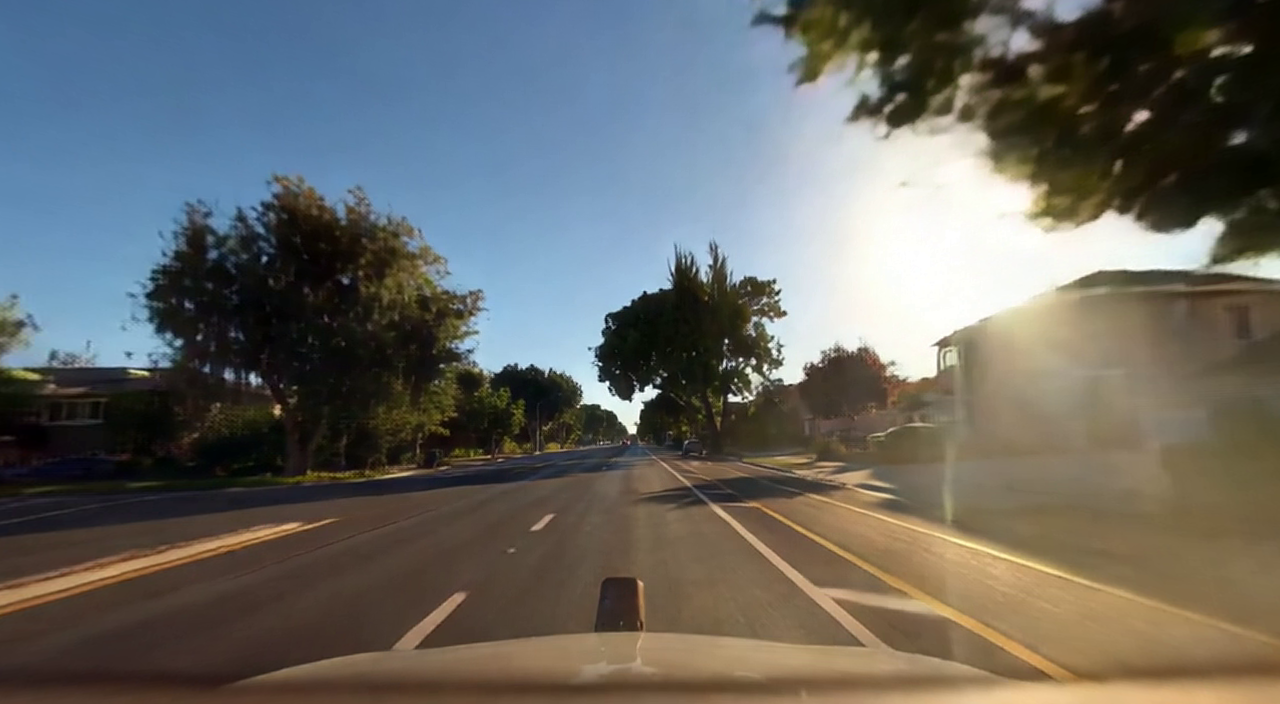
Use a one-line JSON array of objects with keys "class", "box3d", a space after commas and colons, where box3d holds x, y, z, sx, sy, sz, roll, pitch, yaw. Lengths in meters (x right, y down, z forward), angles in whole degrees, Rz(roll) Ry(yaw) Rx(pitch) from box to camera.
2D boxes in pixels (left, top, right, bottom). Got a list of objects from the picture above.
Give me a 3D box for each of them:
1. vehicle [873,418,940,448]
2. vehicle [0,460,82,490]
[{"class": "vehicle", "box3d": [15.017, 4.629, 35.875, 1.908, 1.610, 4.582, 0, -8, 2]}, {"class": "vehicle", "box3d": [-34.132, 6.884, 35.631, 1.774, 1.430, 4.131, 0, -8, -5]}]
